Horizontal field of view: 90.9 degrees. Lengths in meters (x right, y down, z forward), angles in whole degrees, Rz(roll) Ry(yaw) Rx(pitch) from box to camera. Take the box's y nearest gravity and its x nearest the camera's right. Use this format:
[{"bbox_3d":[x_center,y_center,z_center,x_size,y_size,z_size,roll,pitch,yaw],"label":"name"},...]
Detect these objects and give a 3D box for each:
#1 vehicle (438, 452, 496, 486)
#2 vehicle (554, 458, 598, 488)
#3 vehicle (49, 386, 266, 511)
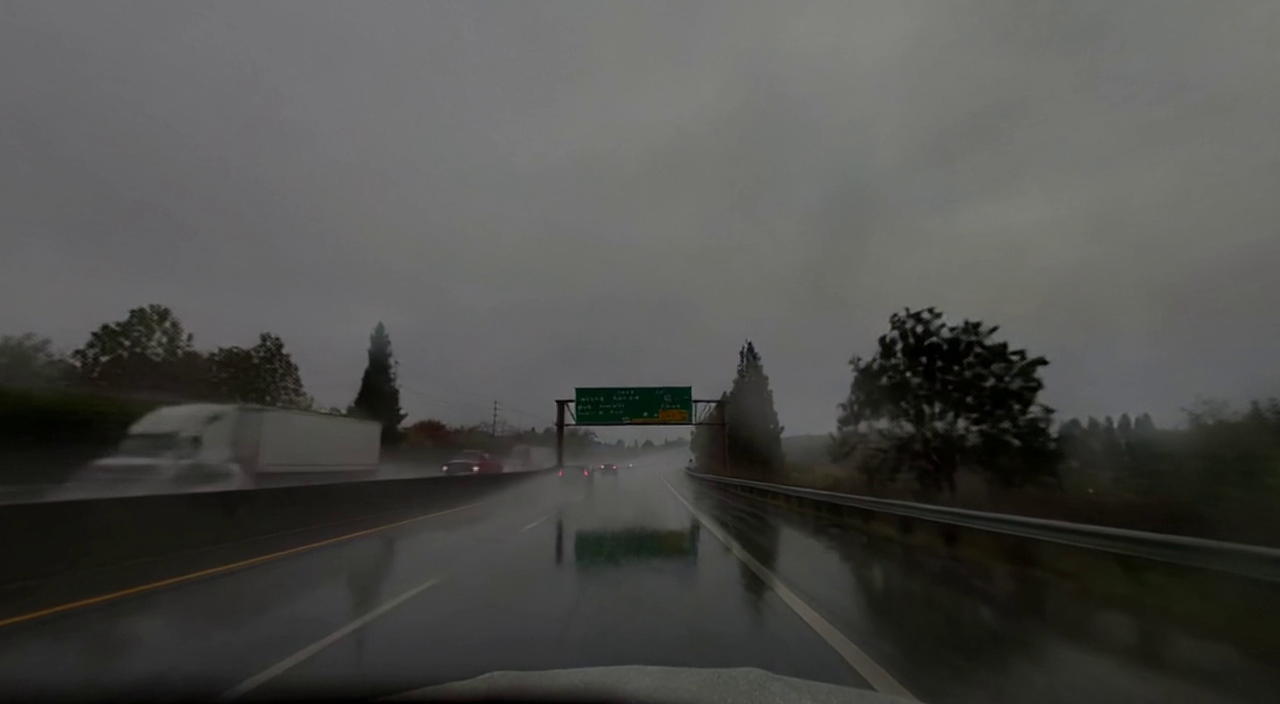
[{"bbox_3d":[-12.114,8.255,44.514,2.282,2.189,5.633,1,-10,2],"label":"vehicle"},{"bbox_3d":[-3.970,7.689,40.012,2.160,1.721,4.368,1,-10,2],"label":"vehicle"},{"bbox_3d":[-17.232,3.611,23.213,3.027,3.952,5.790,1,-10,1],"label":"vehicle"}]
